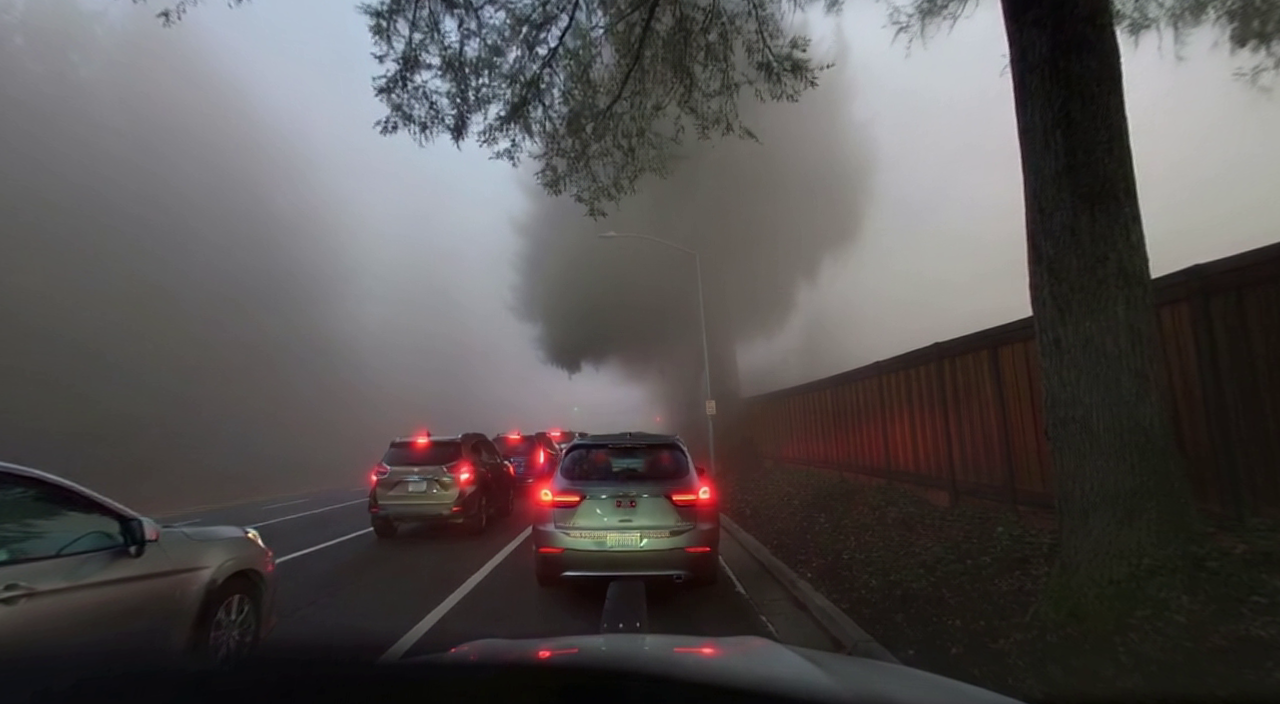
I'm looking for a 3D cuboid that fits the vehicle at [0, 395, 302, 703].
[{"bbox_3d":[-3.122,0.837,1.582,1.980,1.520,4.636,0,-8,0],"label":"vehicle"}]

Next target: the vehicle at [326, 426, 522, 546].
[{"bbox_3d":[-3.222,2.063,10.267,1.850,1.582,3.688,0,-8,0],"label":"vehicle"}]

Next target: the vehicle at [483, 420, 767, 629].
[{"bbox_3d":[-0.136,1.511,6.450,1.995,1.460,3.865,0,-8,-1],"label":"vehicle"}]
